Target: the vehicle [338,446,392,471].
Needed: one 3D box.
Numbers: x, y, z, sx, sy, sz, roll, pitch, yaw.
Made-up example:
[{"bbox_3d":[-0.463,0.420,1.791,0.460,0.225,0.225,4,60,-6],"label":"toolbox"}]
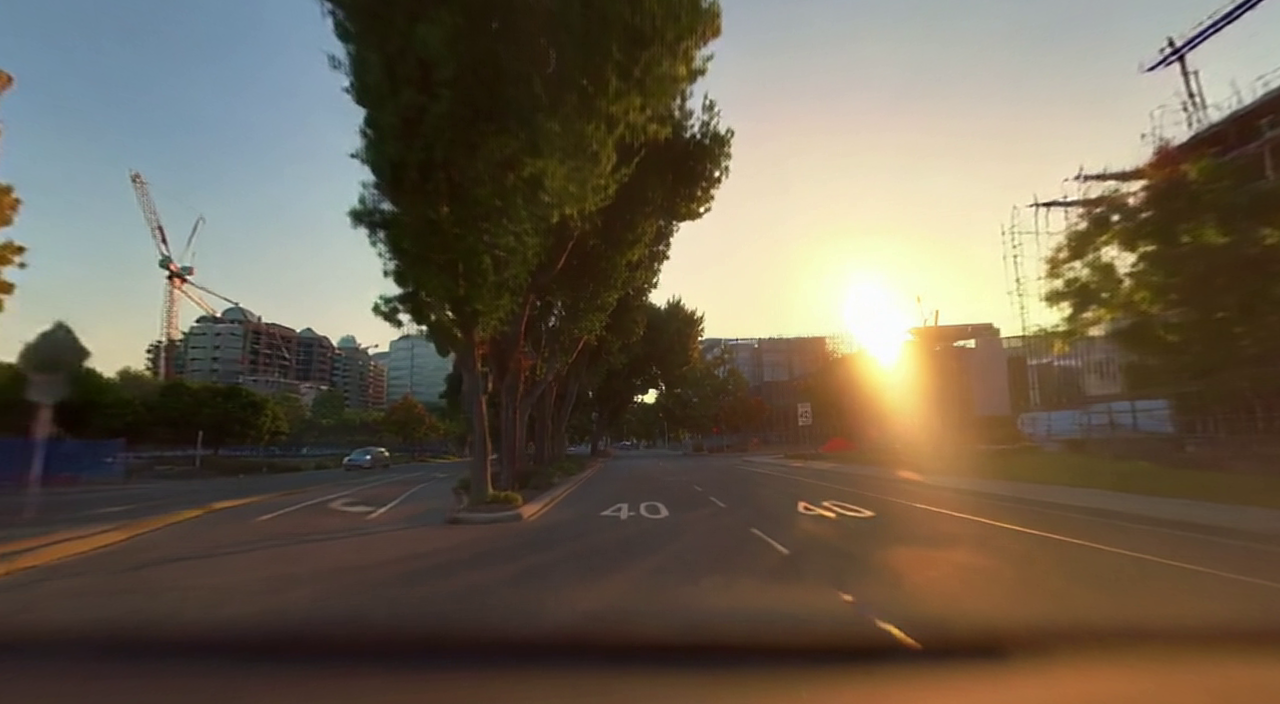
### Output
[{"bbox_3d":[-18.568,7.199,42.876,1.877,1.557,4.423,0,-8,-3],"label":"vehicle"}]
